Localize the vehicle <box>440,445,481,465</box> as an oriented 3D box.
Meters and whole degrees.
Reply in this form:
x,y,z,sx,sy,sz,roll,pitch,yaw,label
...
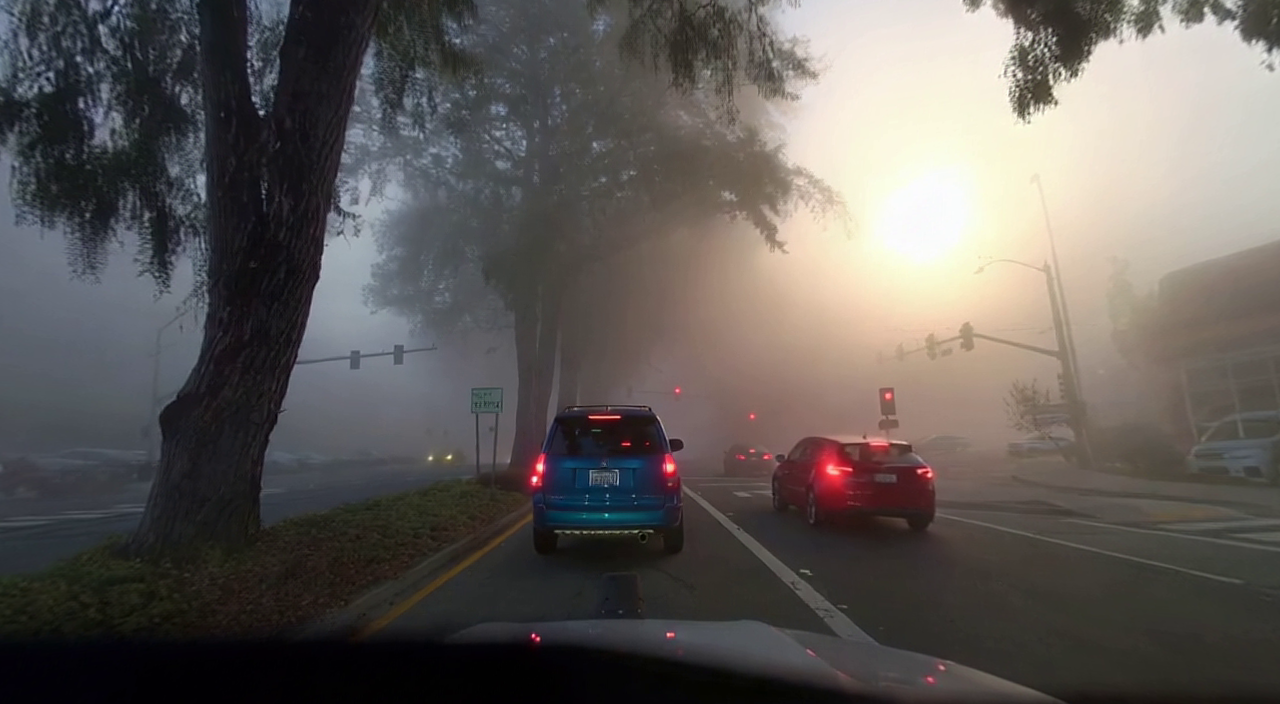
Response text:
x,y,z,sx,sy,sz,roll,pitch,yaw,label
-13.875,7.972,49.124,1.983,1.460,4.456,0,-9,-2,vehicle

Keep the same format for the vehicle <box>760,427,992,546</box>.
x,y,z,sx,sy,sz,roll,pitch,yaw,label
3.578,2.137,10.798,2.098,1.555,4.778,0,-9,0,vehicle

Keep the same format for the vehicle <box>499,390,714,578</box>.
x,y,z,sx,sy,sz,roll,pitch,yaw,label
-0.310,1.642,8.620,2.096,1.837,4.687,0,-9,0,vehicle
